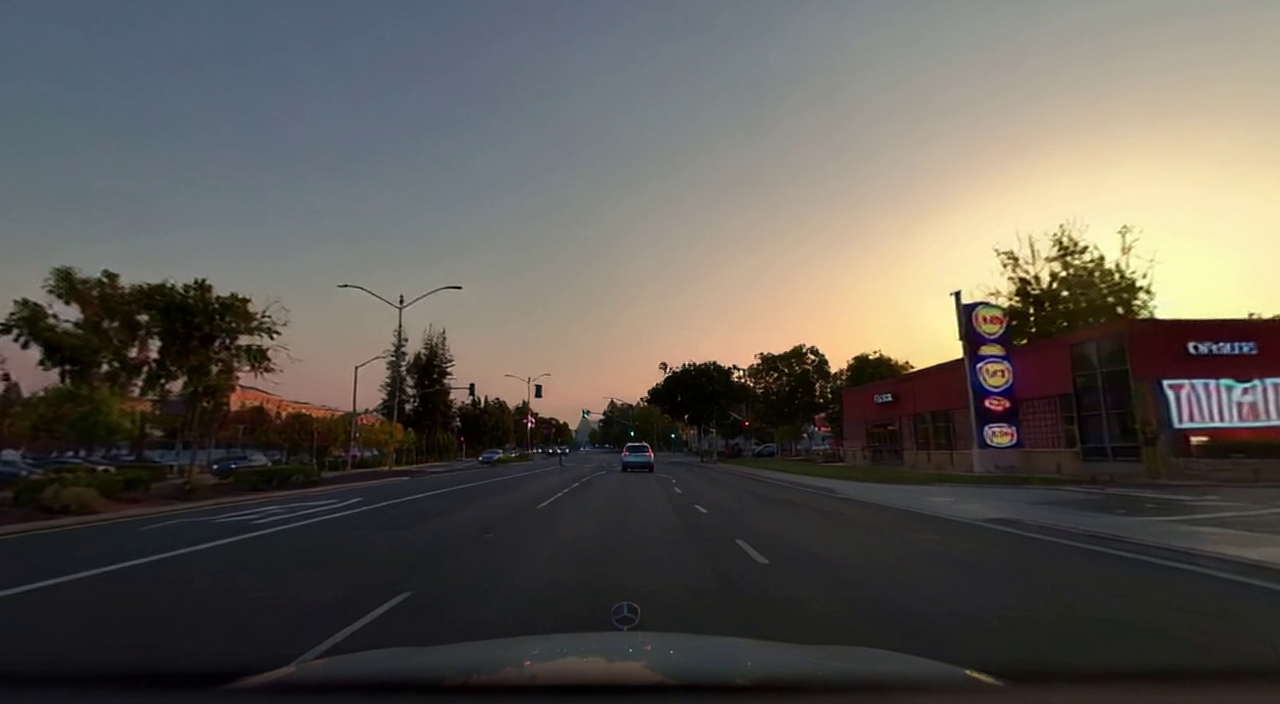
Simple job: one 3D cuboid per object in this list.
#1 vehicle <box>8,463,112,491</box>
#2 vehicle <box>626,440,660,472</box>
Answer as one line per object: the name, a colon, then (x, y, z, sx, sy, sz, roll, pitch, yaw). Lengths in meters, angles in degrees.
vehicle: (-32.171, 6.919, 35.120, 3.791, 1.473, 1.942, 0, -9, -2)
vehicle: (0.228, 6.791, 41.389, 2.096, 1.961, 4.259, 0, -9, 2)
